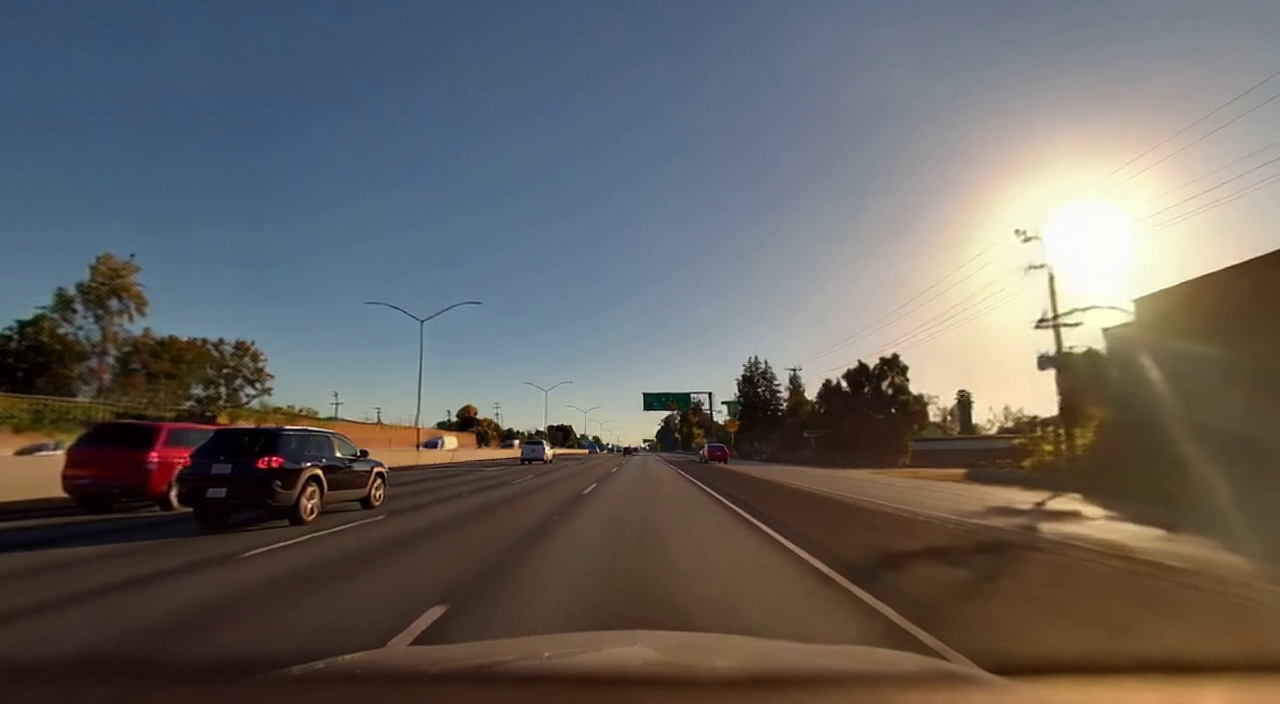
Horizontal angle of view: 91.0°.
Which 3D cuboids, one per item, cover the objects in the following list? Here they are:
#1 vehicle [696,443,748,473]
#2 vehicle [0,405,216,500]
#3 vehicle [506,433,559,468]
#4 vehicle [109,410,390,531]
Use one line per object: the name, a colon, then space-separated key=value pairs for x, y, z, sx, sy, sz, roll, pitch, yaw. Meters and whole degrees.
vehicle: x=4.531 y=5.895 z=35.337 sx=2.251 sy=1.520 sz=4.550 roll=1 pitch=-9 yaw=-1
vehicle: x=-13.783 y=2.491 z=15.839 sx=2.162 sy=1.922 sz=5.732 roll=1 pitch=-9 yaw=0
vehicle: x=-6.327 y=5.875 z=37.648 sx=2.255 sy=1.934 sz=4.868 roll=1 pitch=-9 yaw=0
vehicle: x=-6.520 y=2.047 z=11.361 sx=2.058 sy=1.698 sz=4.567 roll=1 pitch=-9 yaw=1
